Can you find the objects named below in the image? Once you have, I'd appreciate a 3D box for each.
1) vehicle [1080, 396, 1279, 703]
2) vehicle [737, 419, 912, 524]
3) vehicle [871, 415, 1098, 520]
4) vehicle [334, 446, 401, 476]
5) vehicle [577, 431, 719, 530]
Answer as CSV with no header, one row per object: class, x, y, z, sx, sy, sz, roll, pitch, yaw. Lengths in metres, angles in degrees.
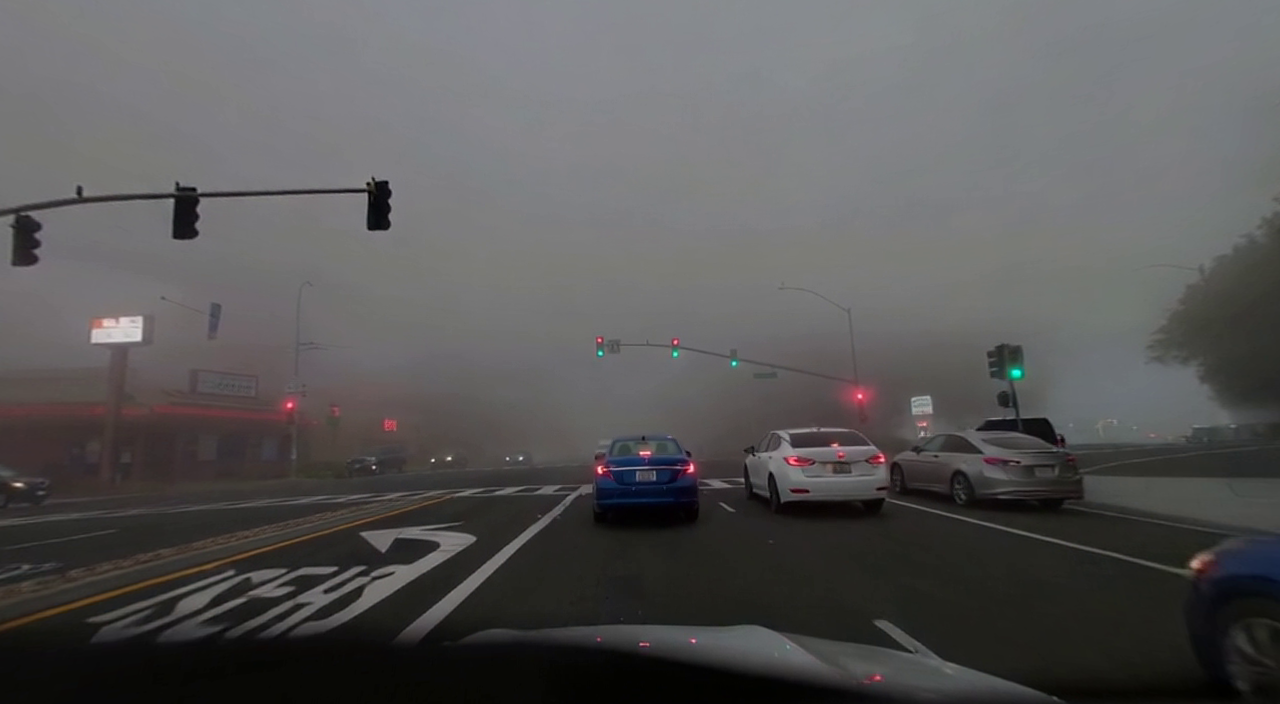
vehicle,3.542,0.732,1.310,1.889,1.473,4.643,0,-8,0
vehicle,3.271,2.231,12.355,1.973,1.633,4.717,0,-8,0
vehicle,6.435,2.213,12.529,2.009,1.700,4.275,0,-8,-1
vehicle,-18.636,7.451,43.568,2.324,1.911,5.610,0,-8,-3
vehicle,0.081,2.246,11.615,2.135,1.468,4.076,0,-8,-1
